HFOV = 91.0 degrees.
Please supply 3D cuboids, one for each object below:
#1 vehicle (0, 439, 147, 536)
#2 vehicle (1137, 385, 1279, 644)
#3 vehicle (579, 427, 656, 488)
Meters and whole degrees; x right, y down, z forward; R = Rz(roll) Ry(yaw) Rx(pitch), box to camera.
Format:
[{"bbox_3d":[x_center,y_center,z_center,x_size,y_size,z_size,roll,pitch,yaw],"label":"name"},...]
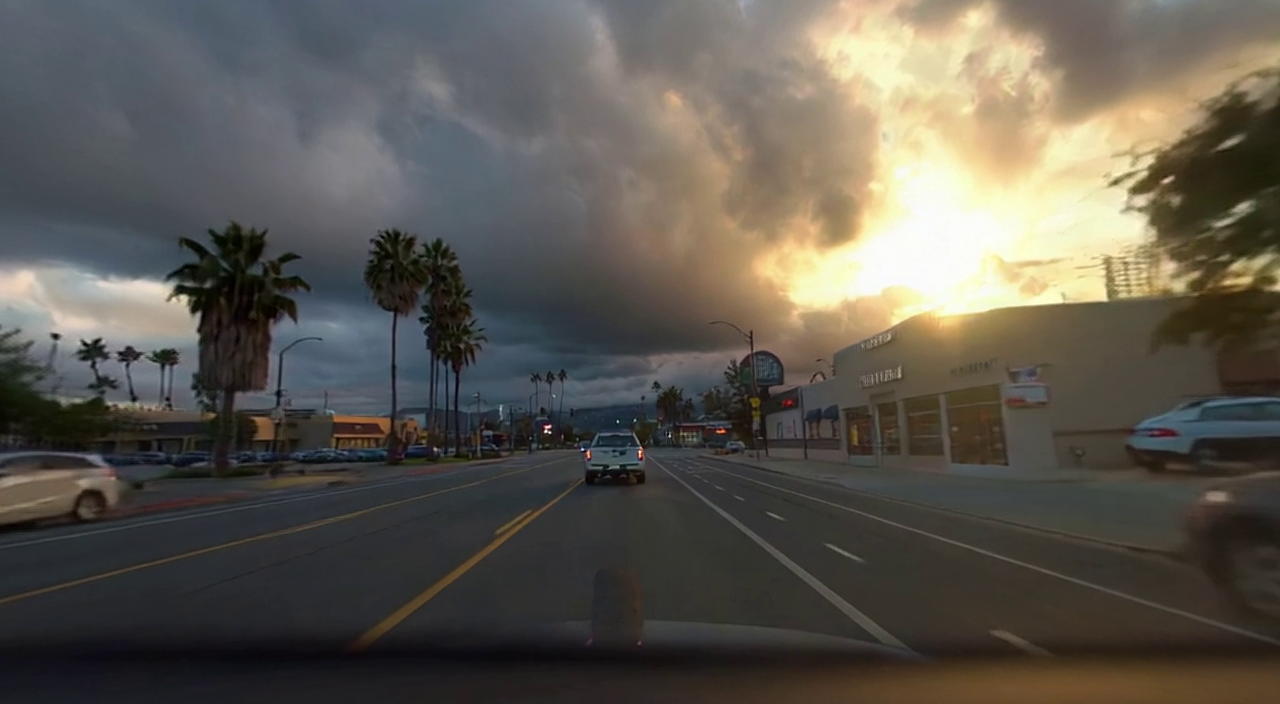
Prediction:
[{"bbox_3d":[-13.489,2.855,13.312,2.296,1.847,4.856,-3,-8,-2],"label":"vehicle"},{"bbox_3d":[5.766,1.036,3.457,2.186,1.861,4.678,1,-8,-1],"label":"vehicle"},{"bbox_3d":[-0.675,3.390,20.451,2.239,1.763,4.096,0,-8,-1],"label":"vehicle"}]
